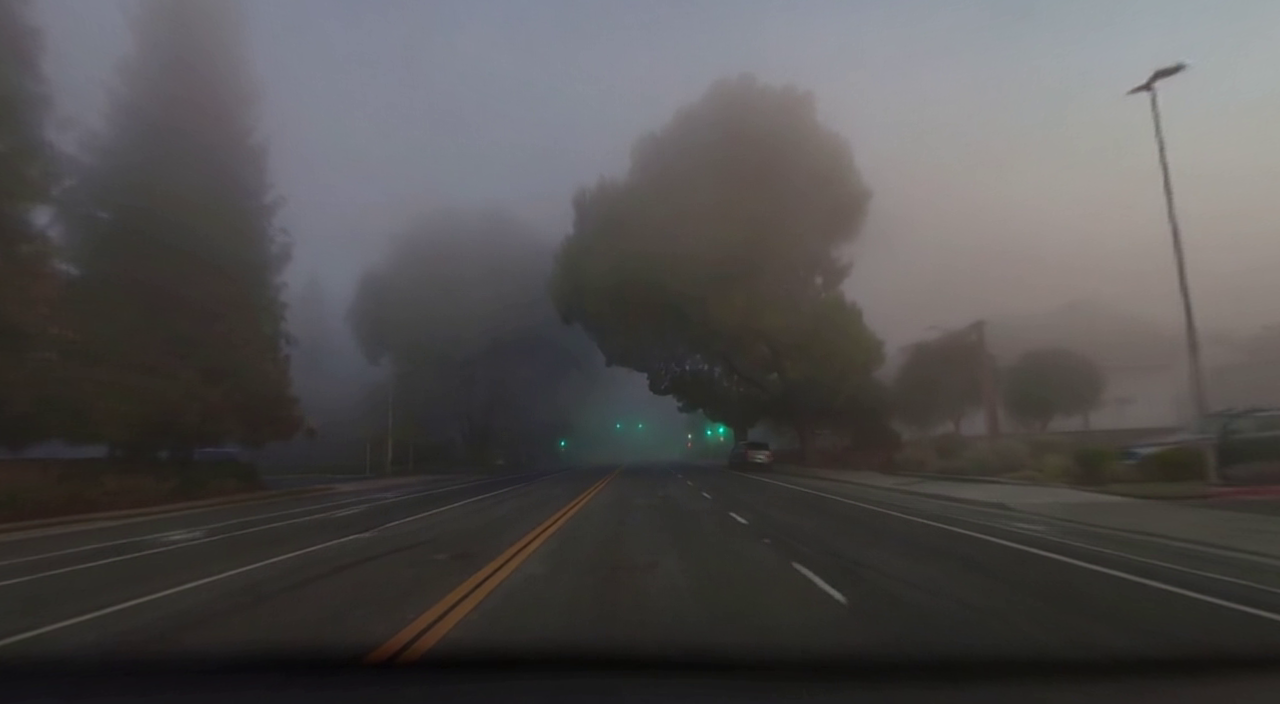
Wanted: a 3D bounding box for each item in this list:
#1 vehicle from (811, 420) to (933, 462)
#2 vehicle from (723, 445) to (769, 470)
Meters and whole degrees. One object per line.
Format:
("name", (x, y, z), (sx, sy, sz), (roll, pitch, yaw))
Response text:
("vehicle", (17.569, 6.813, 48.339), (8.016, 2.965, 3.192), (-1, -8, 2))
("vehicle", (6.722, 6.705, 40.398), (1.993, 1.461, 4.269), (0, -8, -3))
